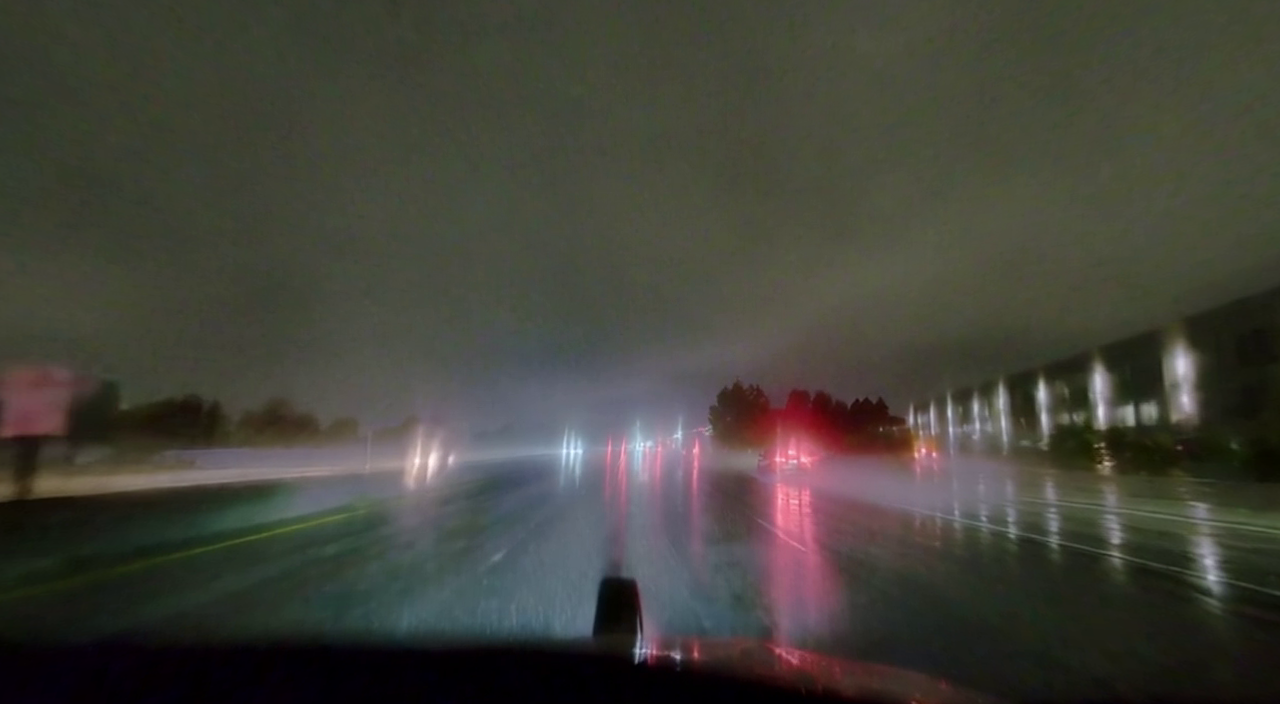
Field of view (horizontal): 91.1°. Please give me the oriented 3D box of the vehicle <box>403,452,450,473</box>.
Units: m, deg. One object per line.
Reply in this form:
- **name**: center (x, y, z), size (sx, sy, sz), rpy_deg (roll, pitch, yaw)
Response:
- **vehicle**: center (-16.545, 8.570, 48.912), size (1.924, 1.472, 4.644), rpy_deg (-1, -9, 1)
